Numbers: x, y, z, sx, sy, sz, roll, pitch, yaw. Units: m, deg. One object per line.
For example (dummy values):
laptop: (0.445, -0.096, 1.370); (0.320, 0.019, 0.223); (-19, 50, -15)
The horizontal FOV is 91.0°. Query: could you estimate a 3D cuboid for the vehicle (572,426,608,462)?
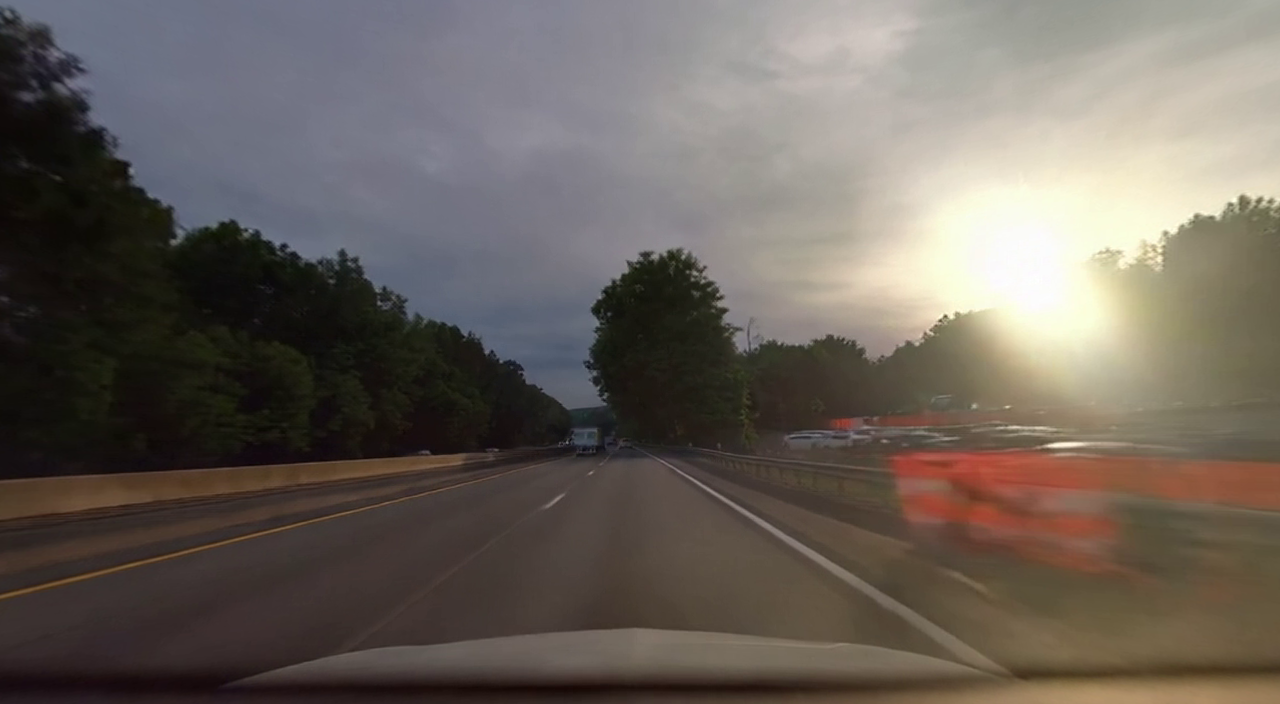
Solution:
vehicle: (-3.846, 7.200, 49.361); (2.484, 2.625, 5.907); (0, -8, -1)
